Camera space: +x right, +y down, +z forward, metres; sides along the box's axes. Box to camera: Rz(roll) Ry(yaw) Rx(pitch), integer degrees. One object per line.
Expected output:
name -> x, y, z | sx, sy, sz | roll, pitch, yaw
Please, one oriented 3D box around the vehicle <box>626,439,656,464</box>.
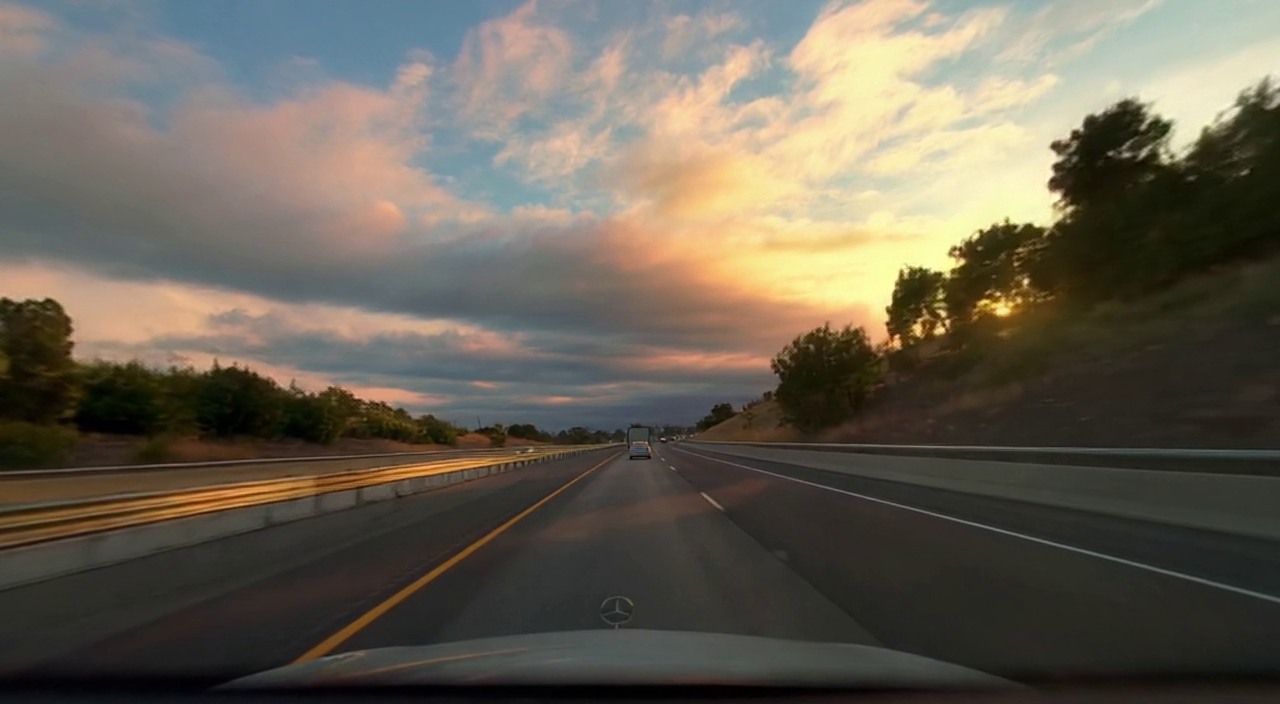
vehicle -> 0.024, 7.210, 45.898 | 2.059, 1.696, 4.165 | 0, -8, -1
